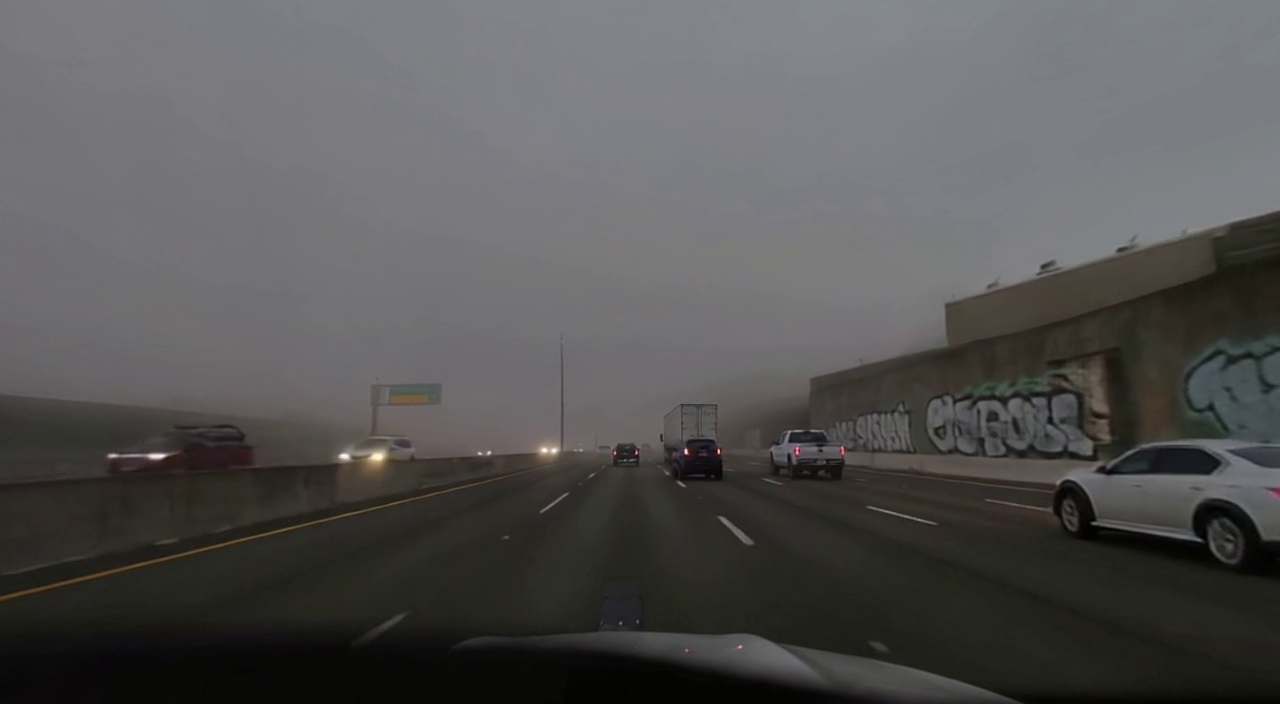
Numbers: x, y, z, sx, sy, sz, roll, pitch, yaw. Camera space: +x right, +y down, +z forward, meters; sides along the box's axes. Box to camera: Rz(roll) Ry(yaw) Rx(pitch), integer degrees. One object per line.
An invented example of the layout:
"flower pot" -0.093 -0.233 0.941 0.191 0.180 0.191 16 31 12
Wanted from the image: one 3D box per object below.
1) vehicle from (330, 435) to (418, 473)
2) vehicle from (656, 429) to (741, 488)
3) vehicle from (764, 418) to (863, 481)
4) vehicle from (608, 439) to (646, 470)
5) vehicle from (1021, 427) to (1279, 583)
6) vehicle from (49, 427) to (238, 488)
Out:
"vehicle" -13.025 5.039 31.350 2.309 1.726 4.818 0 -9 -1
"vehicle" 1.927 3.778 22.697 2.249 1.843 5.176 0 -9 -4
"vehicle" 7.174 4.152 27.058 2.322 2.360 6.433 0 -9 -1
"vehicle" -0.755 5.905 36.493 2.073 1.640 3.990 0 -9 -1
"vehicle" 7.058 1.703 7.637 1.915 1.476 4.677 0 -9 -1
"vehicle" -17.379 3.746 22.637 2.272 1.893 5.579 0 -9 -1
